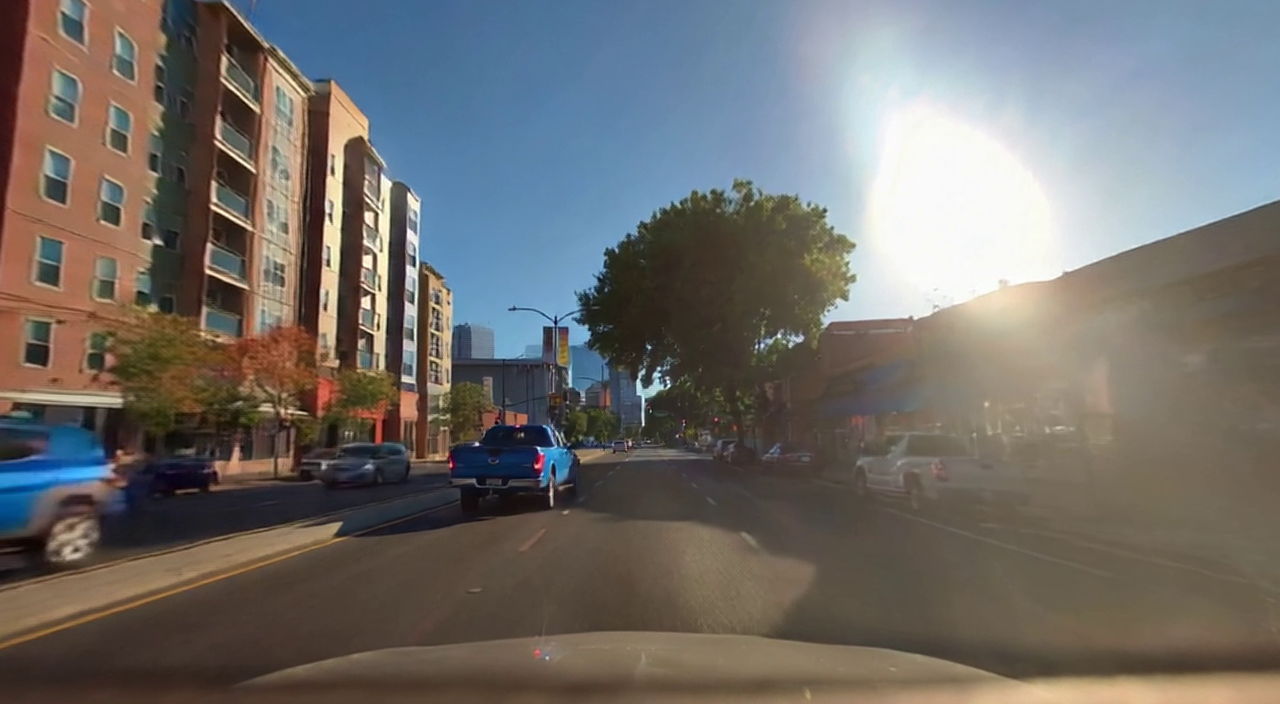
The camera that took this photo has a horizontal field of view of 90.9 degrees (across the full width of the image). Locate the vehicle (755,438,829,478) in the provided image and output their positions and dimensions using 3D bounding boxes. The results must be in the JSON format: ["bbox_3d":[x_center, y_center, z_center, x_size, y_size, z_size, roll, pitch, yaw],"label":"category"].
[{"bbox_3d":[6.247,4.393,26.378,1.988,1.514,3.962,0,-8,-2],"label":"vehicle"}]

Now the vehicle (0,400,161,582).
[{"bbox_3d":[-7.359,1.335,5.965,2.087,1.779,4.456,0,-8,0],"label":"vehicle"}]

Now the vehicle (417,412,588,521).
[{"bbox_3d":[-2.505,2.303,13.194,2.197,1.786,5.365,-1,-8,2],"label":"vehicle"}]

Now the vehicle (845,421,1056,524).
[{"bbox_3d":[6.034,2.386,13.054,2.018,1.743,4.529,0,-8,0],"label":"vehicle"}]

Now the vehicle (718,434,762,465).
[{"bbox_3d":[6.241,6.147,39.822,2.043,1.841,4.842,0,-8,1],"label":"vehicle"}]

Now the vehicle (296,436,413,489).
[{"bbox_3d":[-10.169,3.967,22.960,2.110,1.714,4.500,0,-8,0],"label":"vehicle"}]
